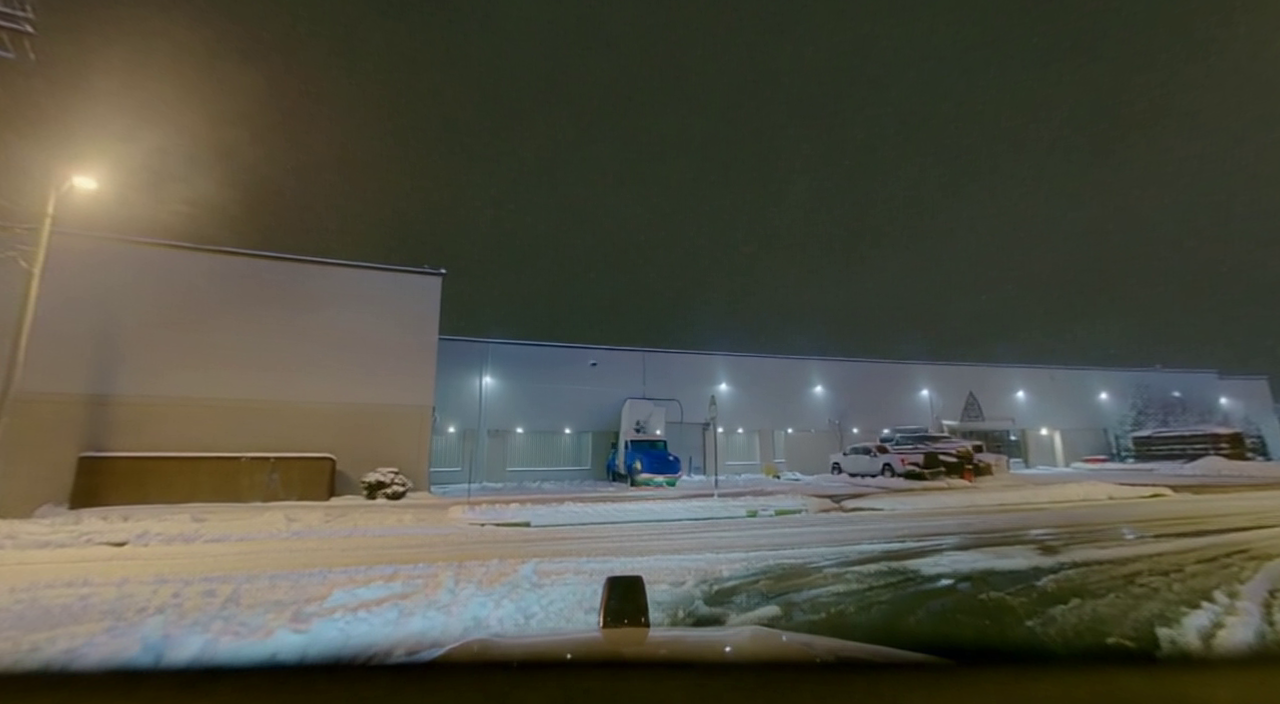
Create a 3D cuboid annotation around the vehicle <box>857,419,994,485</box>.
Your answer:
[{"bbox_3d":[14.113,4.957,31.120,6.271,3.004,2.298,4,-12,-24],"label":"vehicle"}]

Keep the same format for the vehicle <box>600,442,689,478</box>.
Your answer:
[{"bbox_3d":[0.258,6.716,39.260,5.207,2.103,1.997,1,-9,-11],"label":"vehicle"}]
